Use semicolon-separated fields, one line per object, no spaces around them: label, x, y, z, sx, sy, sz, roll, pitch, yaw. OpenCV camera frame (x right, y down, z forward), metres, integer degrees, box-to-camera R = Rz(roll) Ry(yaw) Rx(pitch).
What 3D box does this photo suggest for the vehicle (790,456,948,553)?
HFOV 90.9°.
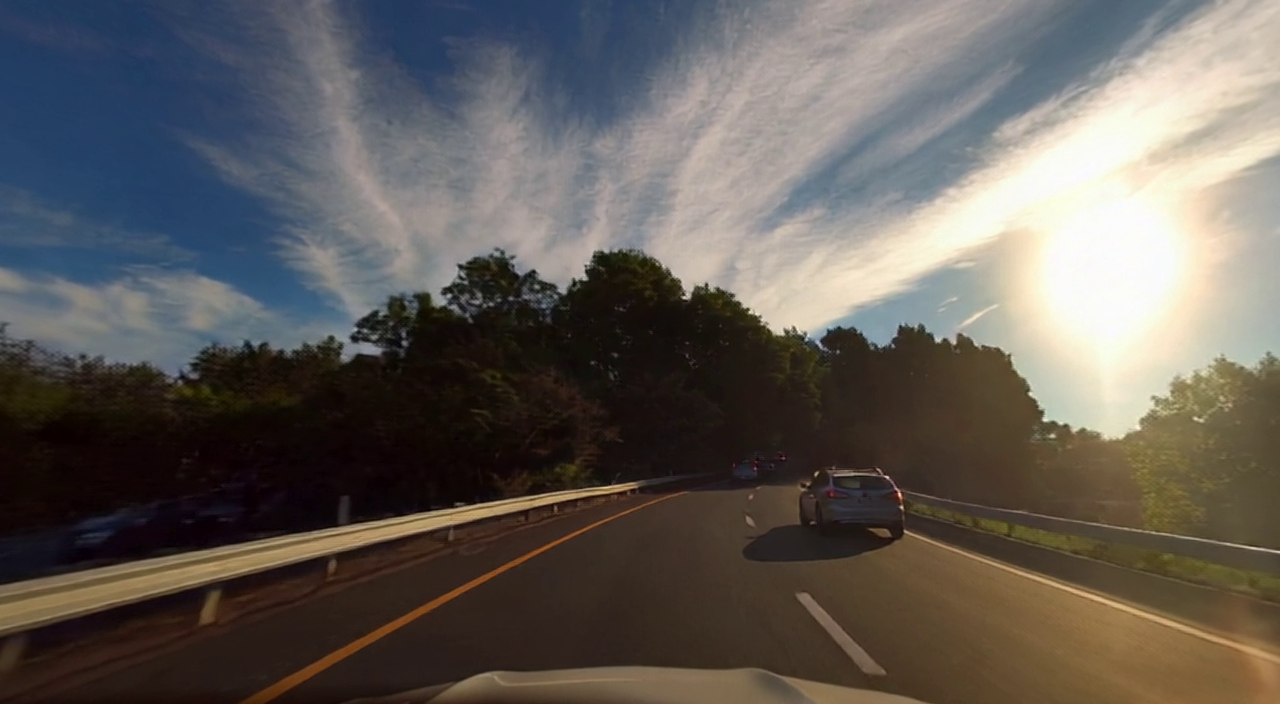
vehicle;4.415;2.995;12.916;2.023;1.593;4.105;0;-11;6
